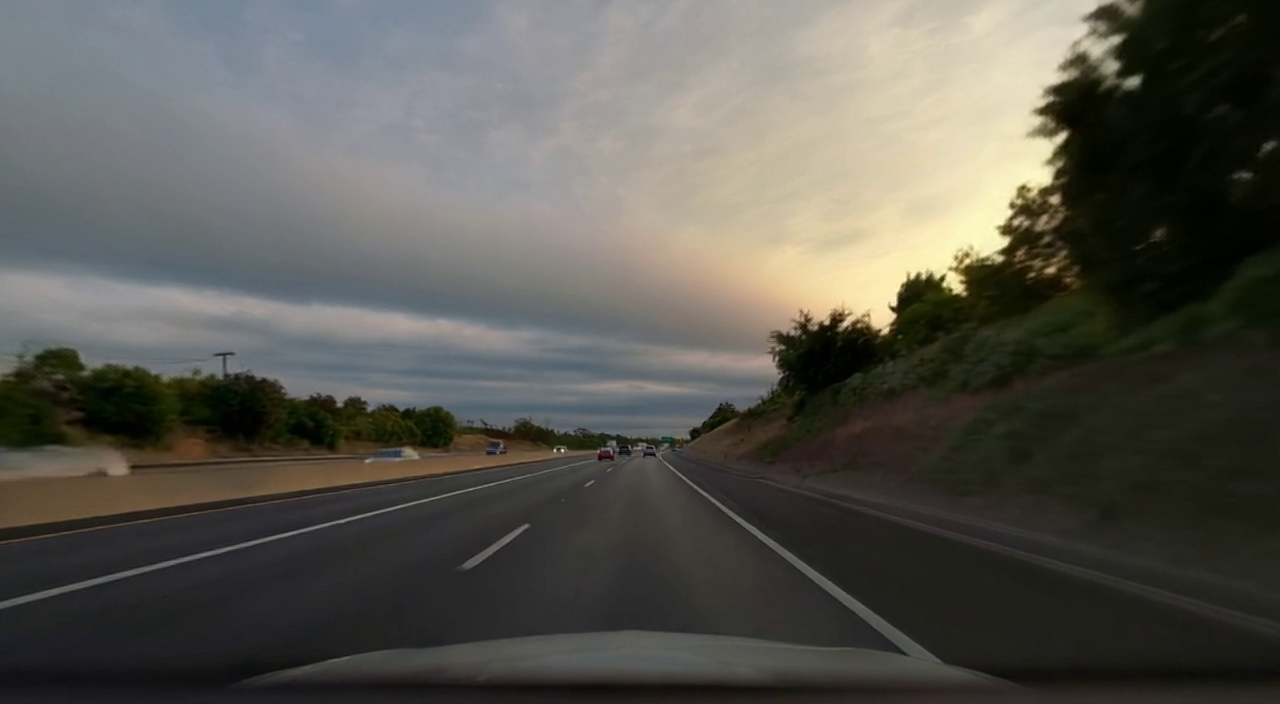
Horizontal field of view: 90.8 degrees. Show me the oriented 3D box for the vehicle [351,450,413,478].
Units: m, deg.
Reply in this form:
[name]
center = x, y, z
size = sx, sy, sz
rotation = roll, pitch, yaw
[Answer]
[vehicle]
center = -14.723, 6.391, 36.265
size = 1.830, 1.455, 3.957
rotation = 0, -9, 0
